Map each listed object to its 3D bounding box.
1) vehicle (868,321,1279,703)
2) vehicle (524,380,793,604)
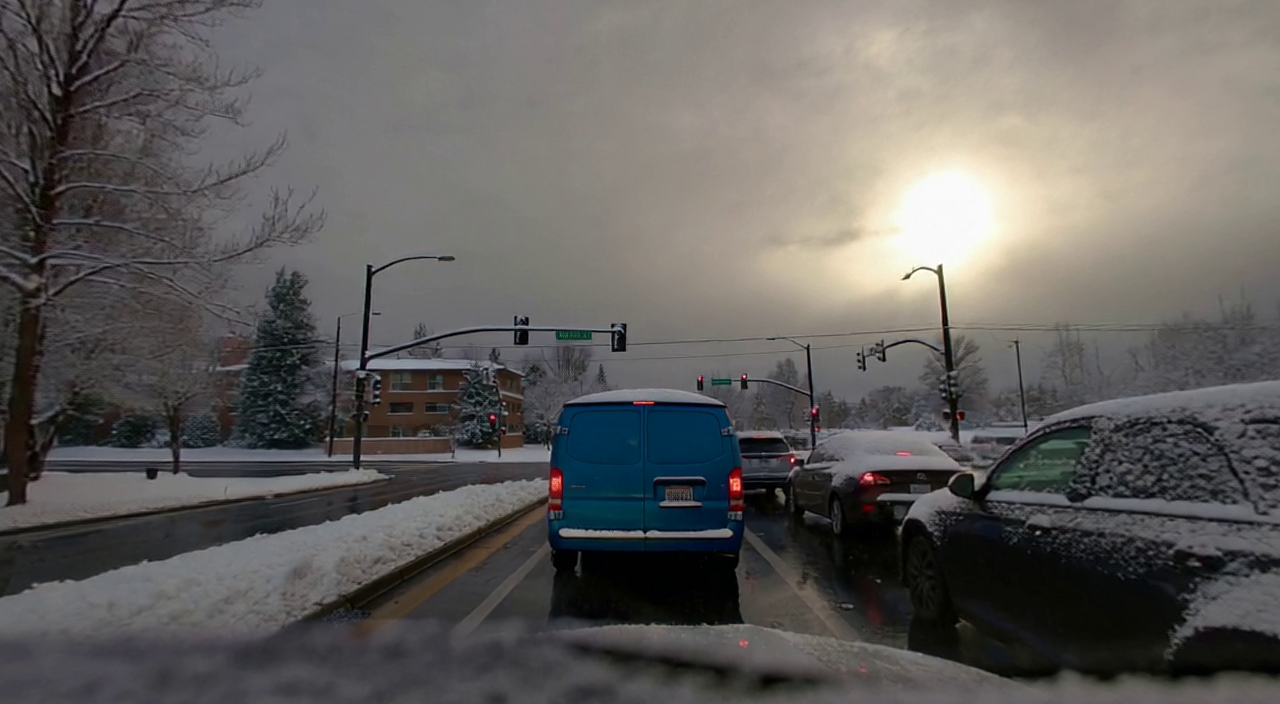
[{"bbox_3d":[2.901,0.946,3.189,1.971,1.663,4.287,0,-8,2],"label":"vehicle"},{"bbox_3d":[0.166,1.464,7.425,2.185,1.822,4.391,0,-8,0],"label":"vehicle"}]
